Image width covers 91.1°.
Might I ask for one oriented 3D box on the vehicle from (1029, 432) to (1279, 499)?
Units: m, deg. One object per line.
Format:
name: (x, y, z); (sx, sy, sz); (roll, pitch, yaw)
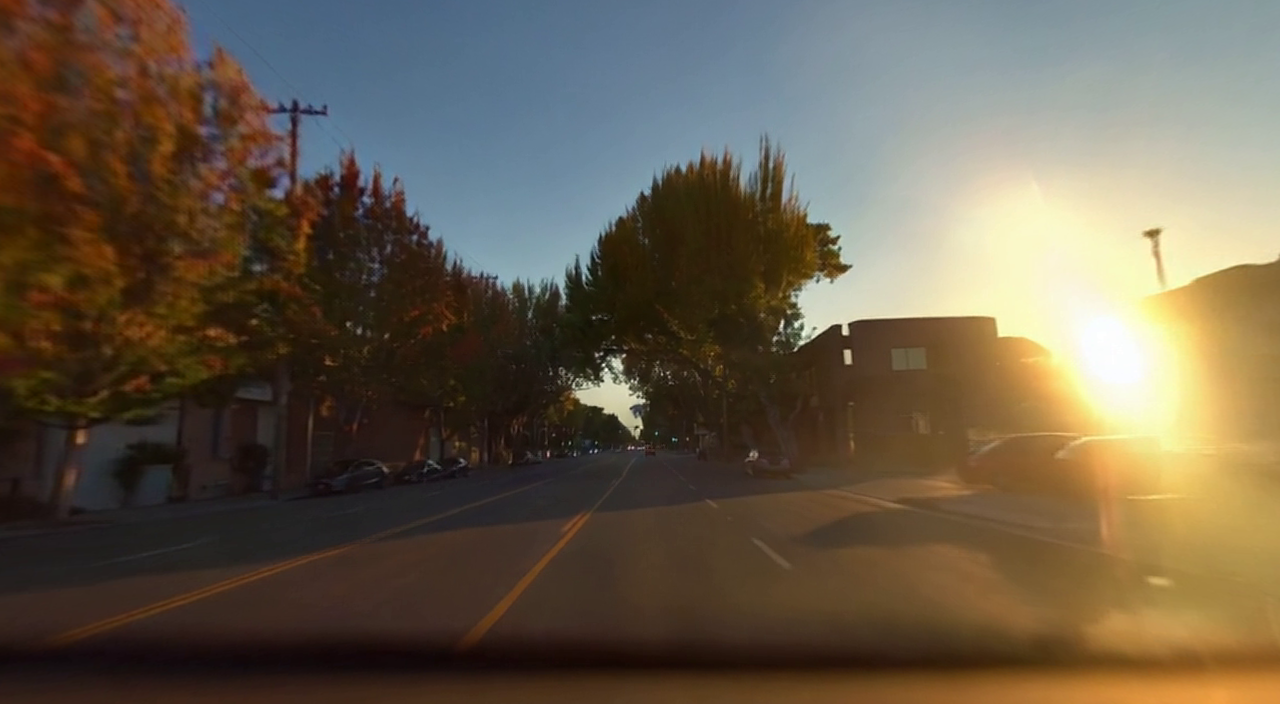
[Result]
vehicle: (13.025, 2.851, 15.943); (4.833, 1.554, 2.085); (0, -9, 1)

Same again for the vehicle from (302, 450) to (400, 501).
vehicle: (-11.878, 5.062, 26.165); (1.979, 1.759, 4.435); (-3, -9, 0)

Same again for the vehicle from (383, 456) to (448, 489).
vehicle: (-11.763, 6.317, 33.187); (1.876, 1.502, 4.506); (-3, -9, -1)

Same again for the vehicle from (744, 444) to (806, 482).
vehicle: (6.775, 5.613, 32.150); (2.078, 1.766, 5.474); (0, -9, 1)
